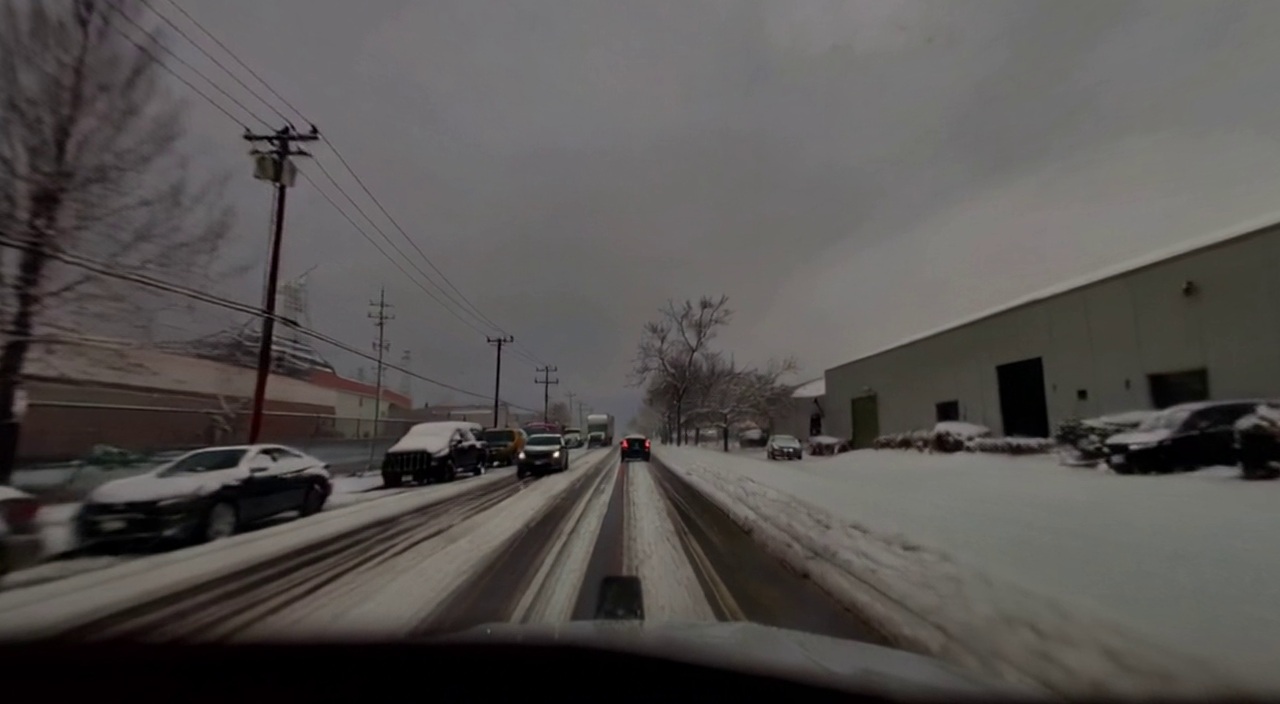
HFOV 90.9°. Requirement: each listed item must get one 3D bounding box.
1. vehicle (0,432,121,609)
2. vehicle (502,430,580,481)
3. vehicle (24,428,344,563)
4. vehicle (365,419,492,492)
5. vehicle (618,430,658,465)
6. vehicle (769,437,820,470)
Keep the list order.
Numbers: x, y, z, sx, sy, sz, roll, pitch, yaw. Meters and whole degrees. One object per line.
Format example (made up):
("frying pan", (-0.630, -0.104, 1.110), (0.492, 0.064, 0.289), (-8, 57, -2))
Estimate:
("vehicle", (-6.300, 1.329, 4.552), (1.768, 1.489, 3.945), (0, -7, -1))
("vehicle", (-3.555, 3.771, 23.515), (2.157, 1.703, 4.310), (0, -7, 0))
("vehicle", (-6.372, 1.964, 9.547), (1.799, 1.579, 4.048), (0, -7, 0))
("vehicle", (-6.420, 3.254, 19.959), (2.139, 1.943, 5.295), (-1, -9, 1))
("vehicle", (-0.115, 5.360, 35.643), (2.152, 1.874, 4.042), (0, -7, 0))
("vehicle", (8.286, 5.448, 34.080), (1.874, 1.669, 4.083), (0, -8, 2))
